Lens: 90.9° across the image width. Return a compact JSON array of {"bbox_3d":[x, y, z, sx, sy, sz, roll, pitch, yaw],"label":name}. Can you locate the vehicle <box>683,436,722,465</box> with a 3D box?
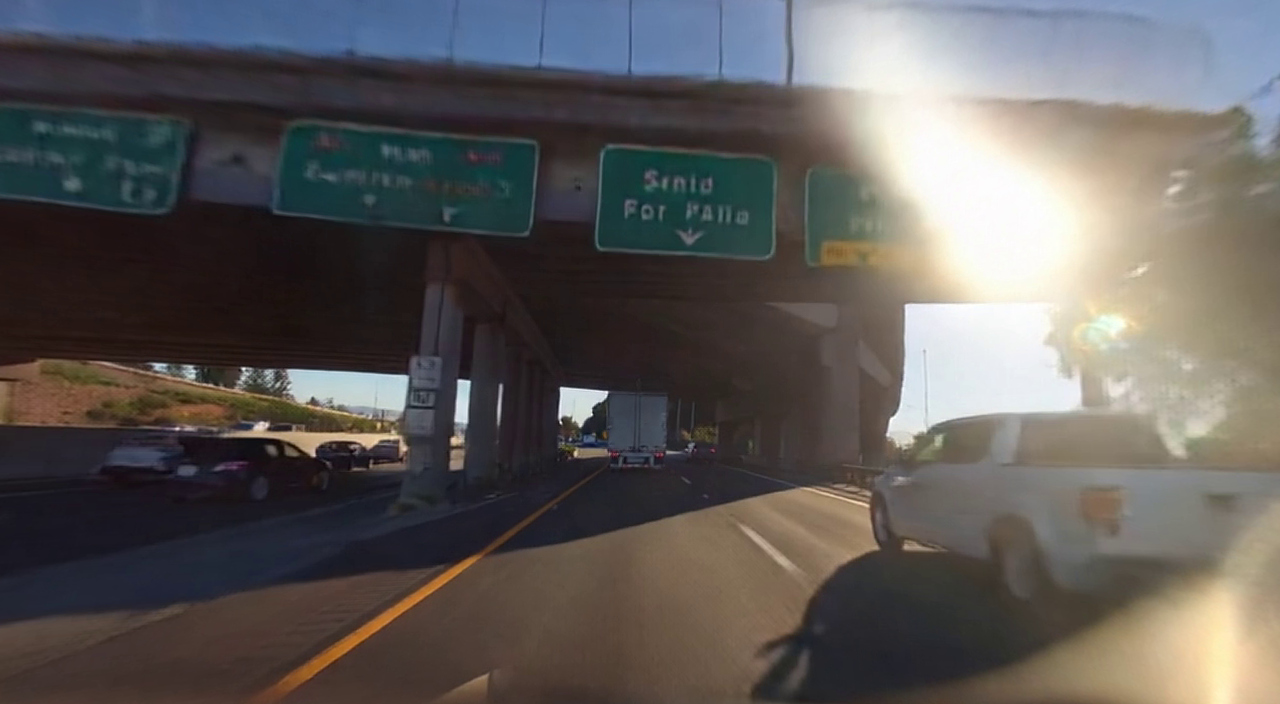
[{"bbox_3d":[4.440,7.139,45.704,2.174,1.968,5.016,0,-9,-1],"label":"vehicle"}]

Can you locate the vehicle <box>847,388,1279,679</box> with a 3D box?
[{"bbox_3d":[4.074,1.458,6.372,2.189,1.709,5.131,0,-9,0],"label":"vehicle"}]

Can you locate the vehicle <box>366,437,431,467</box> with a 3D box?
[{"bbox_3d":[-13.060,5.415,34.391,1.906,1.510,4.303,0,-9,-2],"label":"vehicle"}]

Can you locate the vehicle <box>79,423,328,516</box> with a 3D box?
[{"bbox_3d":[-8.510,2.327,12.971,2.006,1.562,4.475,0,-9,-2],"label":"vehicle"}]

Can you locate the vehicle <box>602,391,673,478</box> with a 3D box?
[{"bbox_3d":[-0.179,4.242,31.573,2.916,3.584,10.841,0,-9,-1],"label":"vehicle"}]

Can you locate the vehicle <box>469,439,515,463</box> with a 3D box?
[{"bbox_3d":[-9.890,6.662,42.508,2.057,1.506,4.829,0,-9,-2],"label":"vehicle"}]
